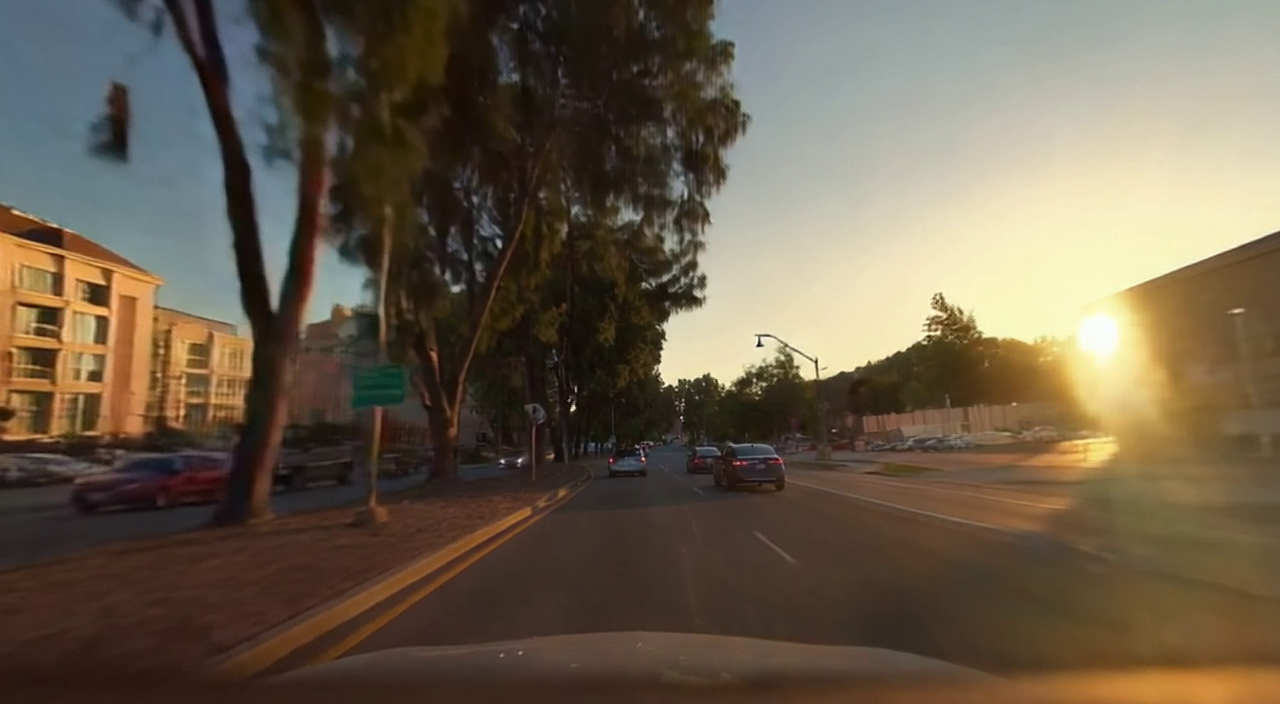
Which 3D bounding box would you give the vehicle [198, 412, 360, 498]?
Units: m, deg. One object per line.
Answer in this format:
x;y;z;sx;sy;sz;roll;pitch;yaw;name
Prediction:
-12.379;3.549;22.339;2.263;2.542;5.913;-2;-8;0;vehicle

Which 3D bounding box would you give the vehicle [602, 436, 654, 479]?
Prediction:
-0.499;4.587;27.700;2.101;1.694;3.979;0;-9;0;vehicle

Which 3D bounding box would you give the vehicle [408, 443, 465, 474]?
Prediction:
-12.443;6.519;38.941;2.002;1.686;4.477;-1;-8;0;vehicle

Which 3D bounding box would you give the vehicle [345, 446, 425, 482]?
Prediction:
-12.154;5.315;30.431;2.048;1.470;4.514;-2;-8;-1;vehicle

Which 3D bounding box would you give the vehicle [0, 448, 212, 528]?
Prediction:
-12.235;2.938;14.345;1.923;1.502;4.422;0;-9;0;vehicle

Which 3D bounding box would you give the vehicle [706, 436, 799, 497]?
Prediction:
3.049;3.197;17.961;1.852;1.498;3.825;0;-9;-1;vehicle

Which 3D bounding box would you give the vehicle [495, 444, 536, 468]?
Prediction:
-8.689;7.258;44.349;1.849;1.506;4.060;-1;-8;3;vehicle
